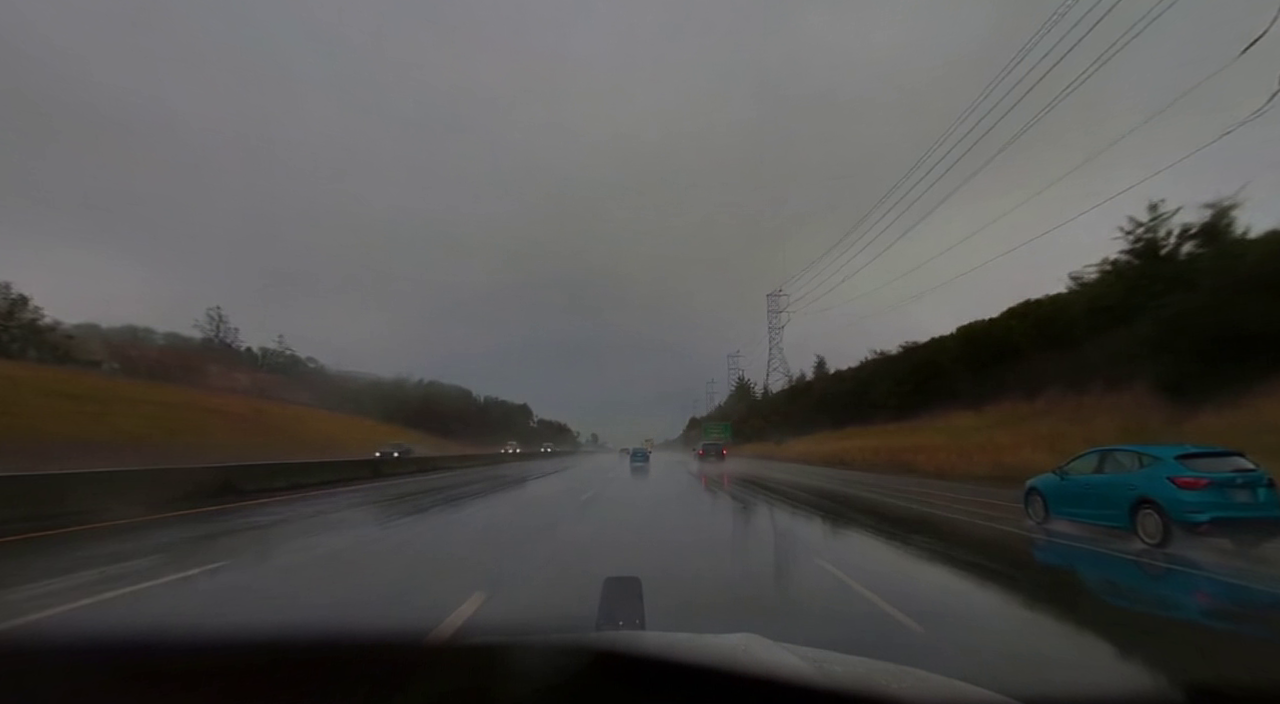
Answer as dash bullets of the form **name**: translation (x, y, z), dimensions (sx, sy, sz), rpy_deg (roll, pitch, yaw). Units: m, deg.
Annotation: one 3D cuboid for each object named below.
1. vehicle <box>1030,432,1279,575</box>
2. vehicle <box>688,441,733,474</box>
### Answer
- **vehicle**: translation (7.999, 1.958, 8.855), dimensions (1.970, 1.545, 4.818), rpy_deg (0, -8, 0)
- **vehicle**: translation (4.054, 6.143, 37.034), dimensions (2.159, 1.782, 4.673), rpy_deg (0, -9, 1)
